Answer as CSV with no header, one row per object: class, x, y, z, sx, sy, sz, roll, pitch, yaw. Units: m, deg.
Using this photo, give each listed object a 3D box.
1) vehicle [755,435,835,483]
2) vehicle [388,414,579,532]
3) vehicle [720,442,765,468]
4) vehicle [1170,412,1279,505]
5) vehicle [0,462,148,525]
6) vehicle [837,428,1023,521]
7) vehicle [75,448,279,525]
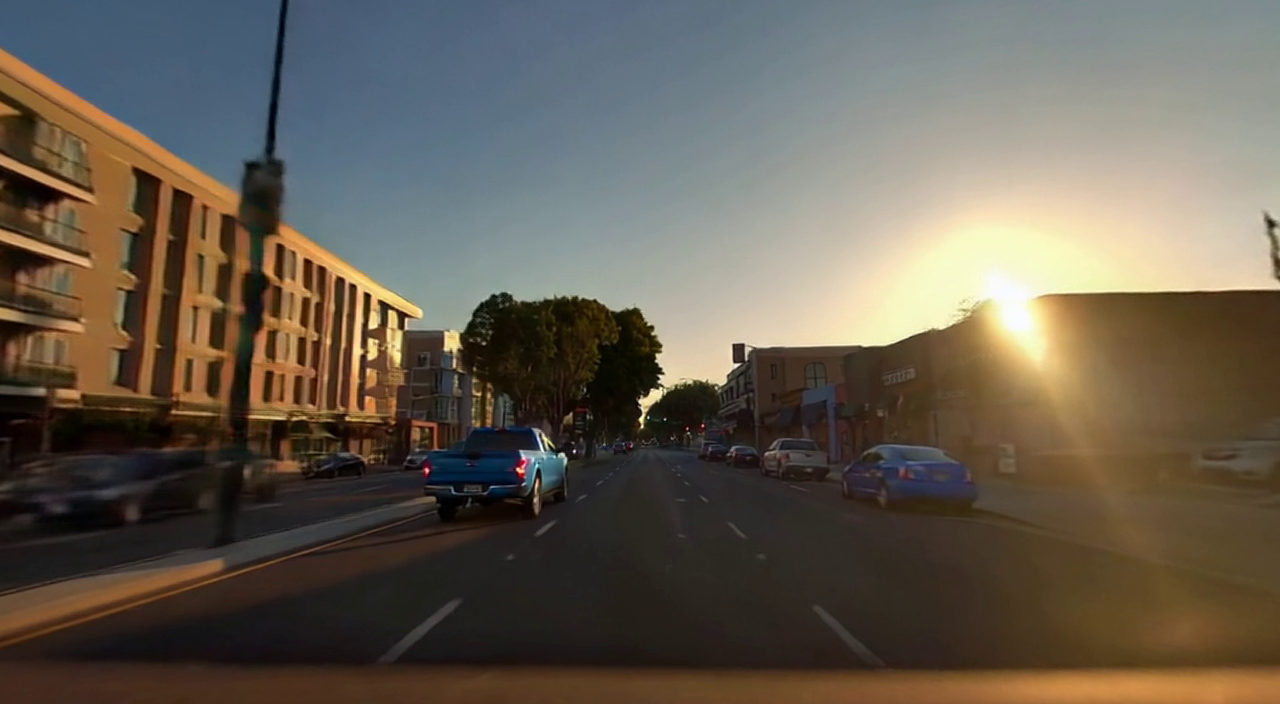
vehicle,6.117,4.264,25.478,2.018,1.743,4.529,0,-9,-1
vehicle,-2.664,2.260,12.416,2.197,1.786,5.365,-1,-9,2
vehicle,6.264,6.321,38.795,1.988,1.514,3.962,0,-9,-2
vehicle,12.875,2.046,12.186,1.864,1.705,3.878,0,-9,1
vehicle,-16.149,3.758,17.188,1.851,1.383,4.507,0,-9,0
vehicle,6.091,2.618,14.030,1.928,1.679,4.716,0,-9,1
vehicle,-10.010,2.883,14.051,1.685,1.457,3.700,0,-9,0
